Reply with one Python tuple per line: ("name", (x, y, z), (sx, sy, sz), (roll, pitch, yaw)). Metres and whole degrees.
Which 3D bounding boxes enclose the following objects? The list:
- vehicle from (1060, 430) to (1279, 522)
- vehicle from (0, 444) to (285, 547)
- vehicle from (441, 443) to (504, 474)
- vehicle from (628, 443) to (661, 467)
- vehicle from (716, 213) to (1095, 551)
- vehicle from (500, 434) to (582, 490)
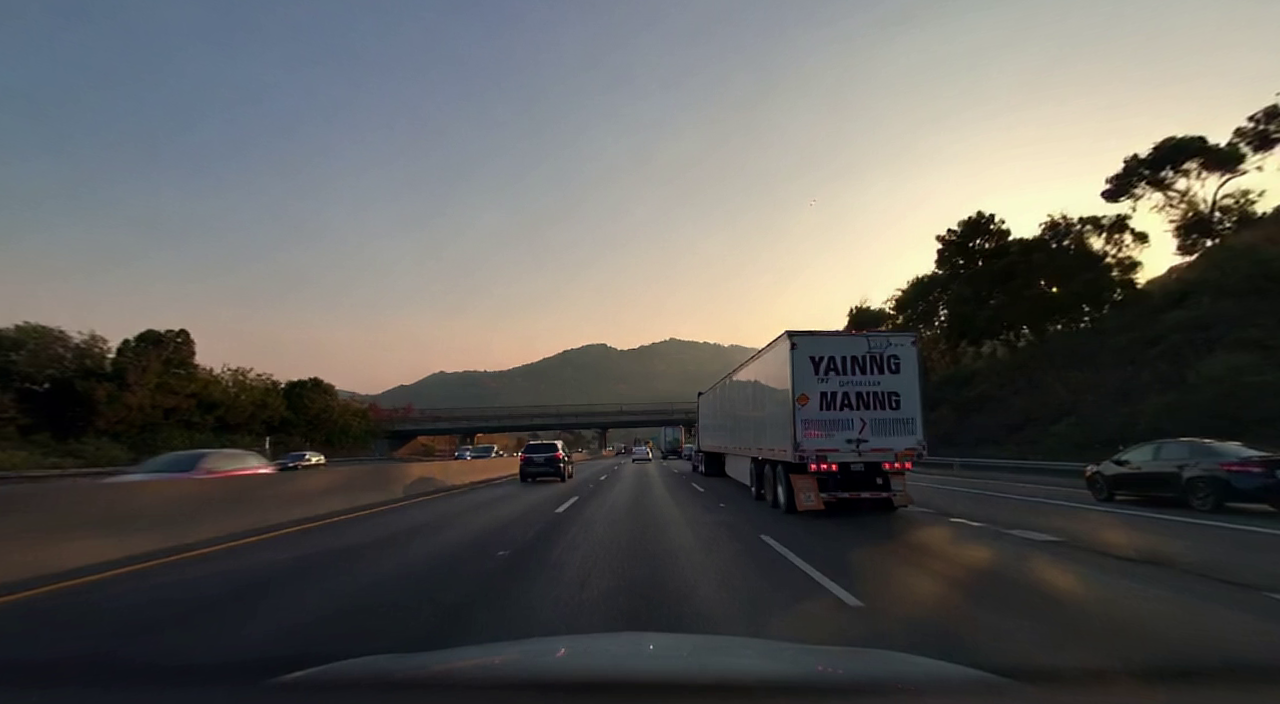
("vehicle", (11.016, 2.367, 12.633), (1.917, 1.471, 4.759), (0, -9, 0))
("vehicle", (-8.958, 2.467, 11.626), (2.042, 1.482, 4.708), (0, -9, 1))
("vehicle", (-8.915, 5.696, 33.974), (2.080, 1.546, 4.386), (0, -9, 1))
("vehicle", (0.263, 6.808, 41.721), (2.063, 1.469, 4.208), (0, -9, -1))
("vehicle", (3.863, 1.221, 13.800), (2.821, 4.077, 12.562), (0, -9, 0))
("vehicle", (-3.278, 3.753, 21.823), (2.058, 1.711, 4.226), (0, -9, 1))
